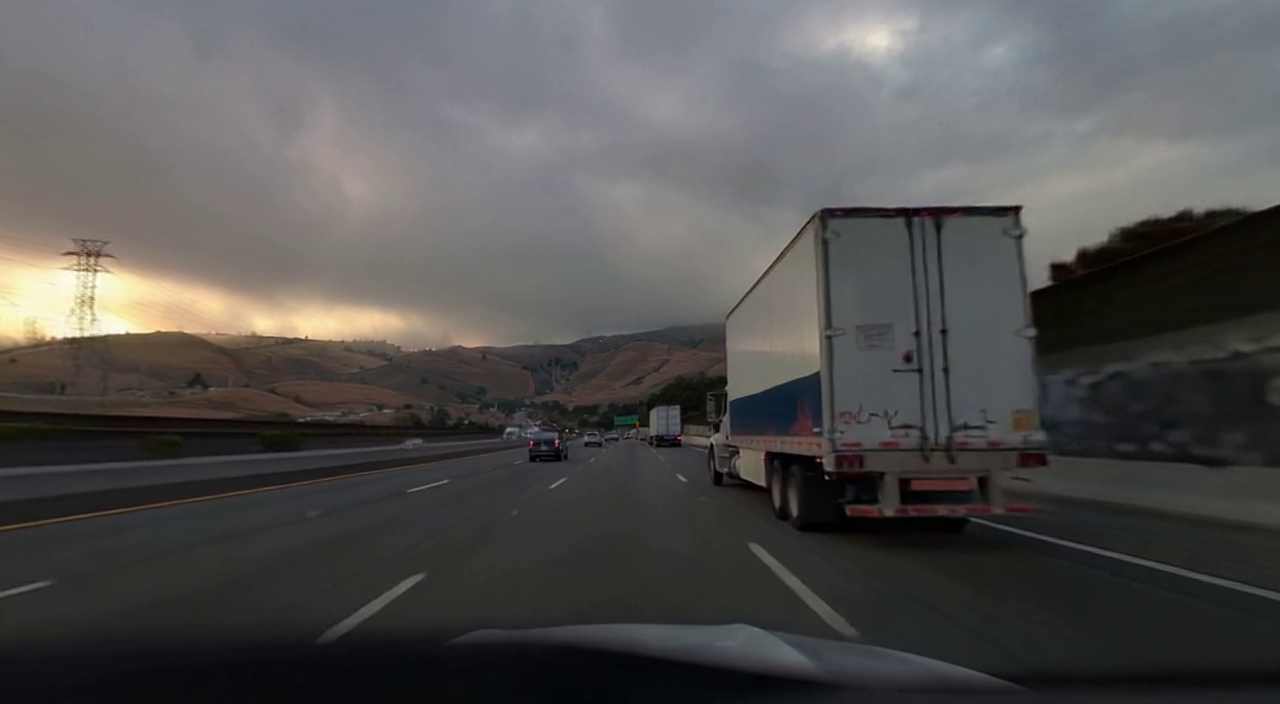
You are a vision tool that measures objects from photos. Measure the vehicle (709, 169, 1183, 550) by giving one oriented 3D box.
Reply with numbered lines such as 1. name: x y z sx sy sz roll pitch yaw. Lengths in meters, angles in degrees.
1. vehicle: 3.606 0.750 11.838 3.060 3.842 11.095 0 -8 -2

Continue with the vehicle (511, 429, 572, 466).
1. vehicle: -4.245 4.182 27.867 1.965 1.486 4.448 0 -8 0
